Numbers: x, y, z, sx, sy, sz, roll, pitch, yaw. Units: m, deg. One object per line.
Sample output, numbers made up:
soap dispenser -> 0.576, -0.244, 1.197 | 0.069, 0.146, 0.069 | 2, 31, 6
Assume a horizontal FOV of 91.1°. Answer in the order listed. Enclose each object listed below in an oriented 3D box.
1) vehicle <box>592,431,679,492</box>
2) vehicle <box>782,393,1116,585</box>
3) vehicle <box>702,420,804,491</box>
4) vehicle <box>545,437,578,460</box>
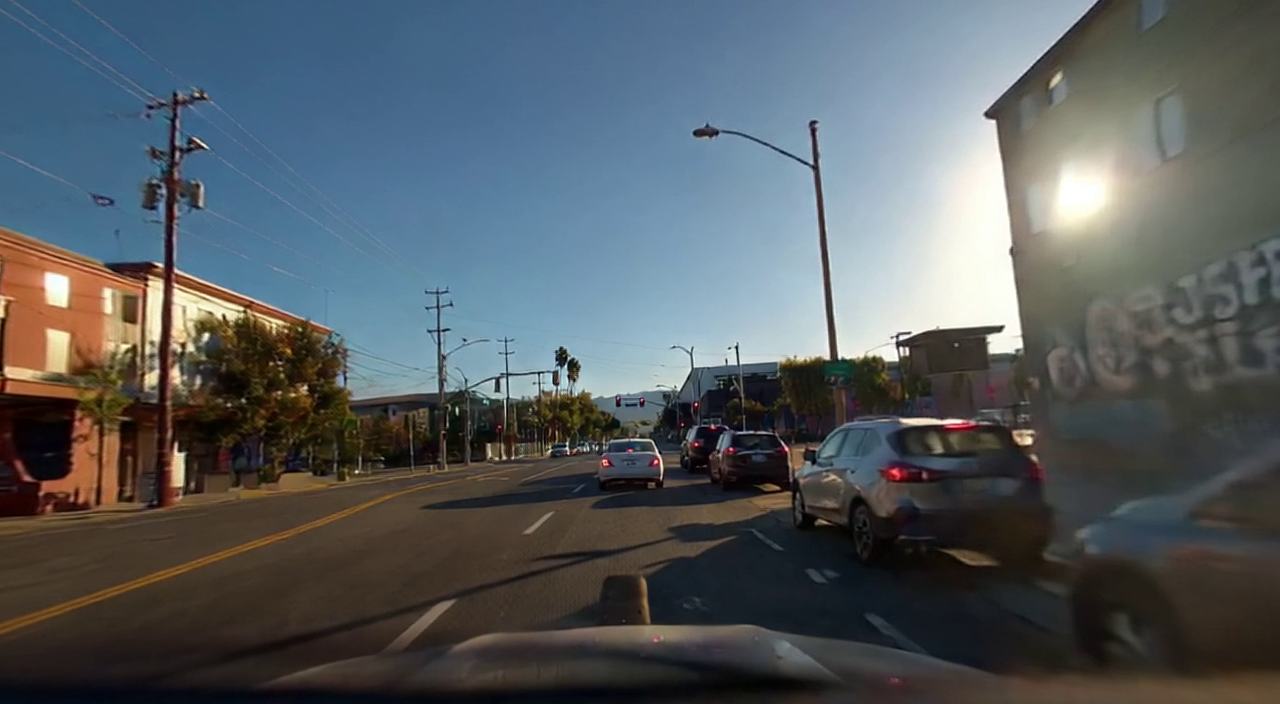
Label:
vehicle -> -0.085, 3.066, 17.937 | 2.153, 1.505, 4.452 | 0, -8, 1
vehicle -> 3.287, 1.558, 7.925 | 1.938, 1.714, 4.402 | 0, -8, 0
vehicle -> 3.144, 3.000, 18.471 | 2.060, 1.783, 4.579 | 0, -8, -1
vehicle -> -6.124, 7.564, 49.414 | 2.059, 1.699, 4.252 | 0, -8, 1
